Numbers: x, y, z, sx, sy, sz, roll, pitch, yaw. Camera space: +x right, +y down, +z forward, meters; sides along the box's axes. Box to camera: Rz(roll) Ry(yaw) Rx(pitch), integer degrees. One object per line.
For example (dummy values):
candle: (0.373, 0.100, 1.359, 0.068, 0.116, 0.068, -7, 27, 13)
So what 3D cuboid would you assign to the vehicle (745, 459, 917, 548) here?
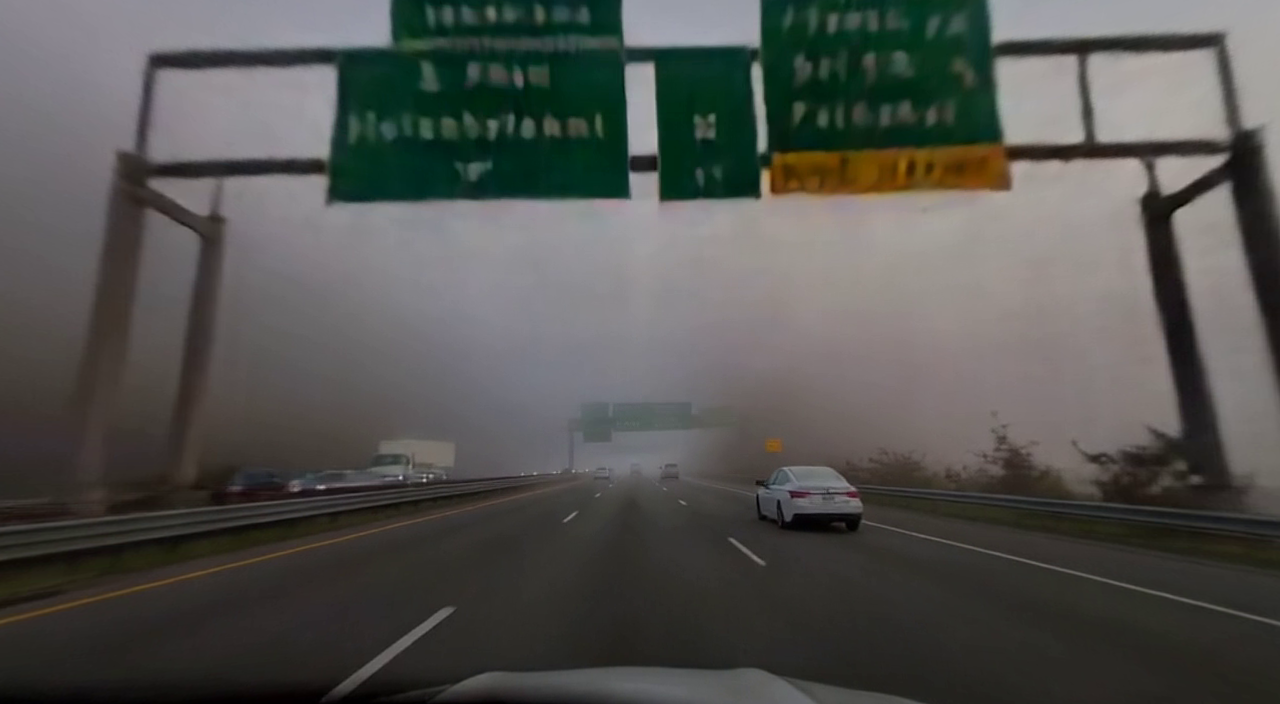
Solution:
vehicle: (3.645, 3.007, 13.051, 2.051, 1.472, 4.547, 1, -10, -1)

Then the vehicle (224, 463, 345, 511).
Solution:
vehicle: (-12.162, 4.630, 21.874, 1.858, 1.446, 3.923, 1, -10, 0)
